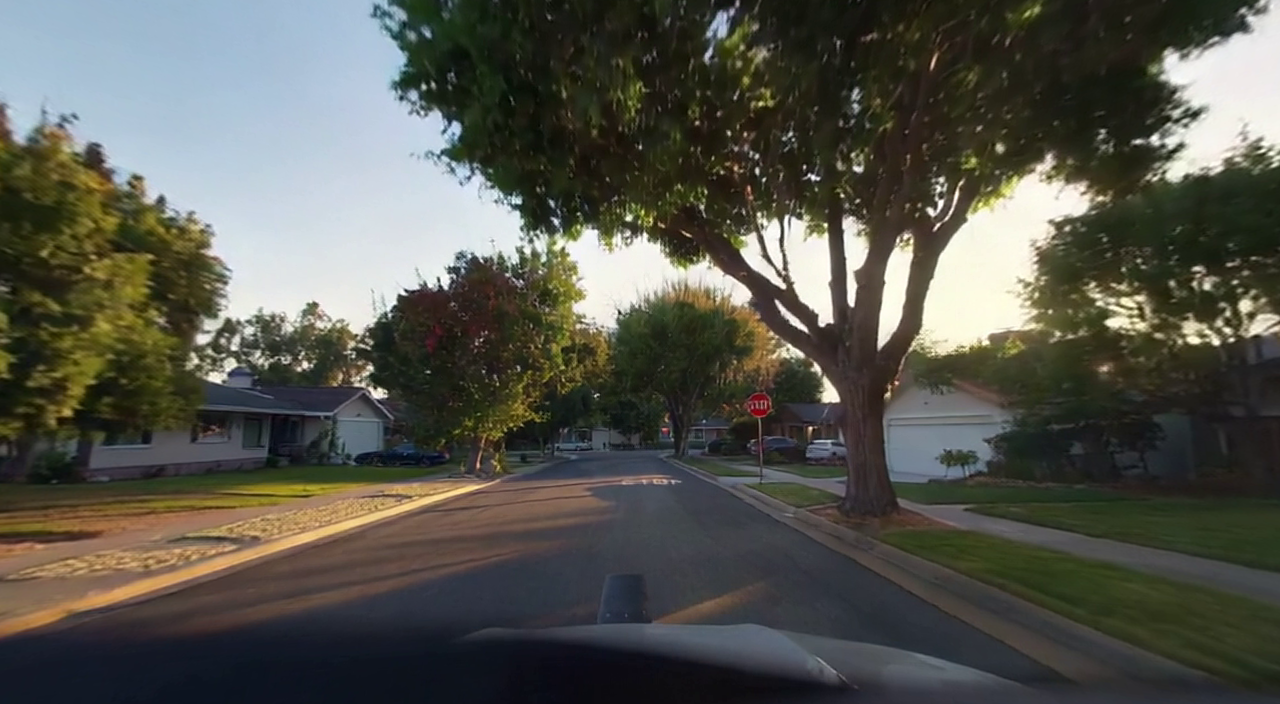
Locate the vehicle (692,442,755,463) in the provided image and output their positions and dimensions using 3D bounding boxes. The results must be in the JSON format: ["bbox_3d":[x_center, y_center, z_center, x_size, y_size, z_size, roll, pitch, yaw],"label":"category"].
[{"bbox_3d":[5.928,7.216,45.223,4.229,1.402,1.811,0,-8,0],"label":"vehicle"}]

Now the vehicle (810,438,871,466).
[{"bbox_3d":[11.656,5.745,36.396,2.004,1.511,4.494,-6,-10,35],"label":"vehicle"}]

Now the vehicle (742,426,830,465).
[{"bbox_3d":[9.798,6.268,42.560,5.239,1.933,2.131,-5,-3,-3],"label":"vehicle"}]
